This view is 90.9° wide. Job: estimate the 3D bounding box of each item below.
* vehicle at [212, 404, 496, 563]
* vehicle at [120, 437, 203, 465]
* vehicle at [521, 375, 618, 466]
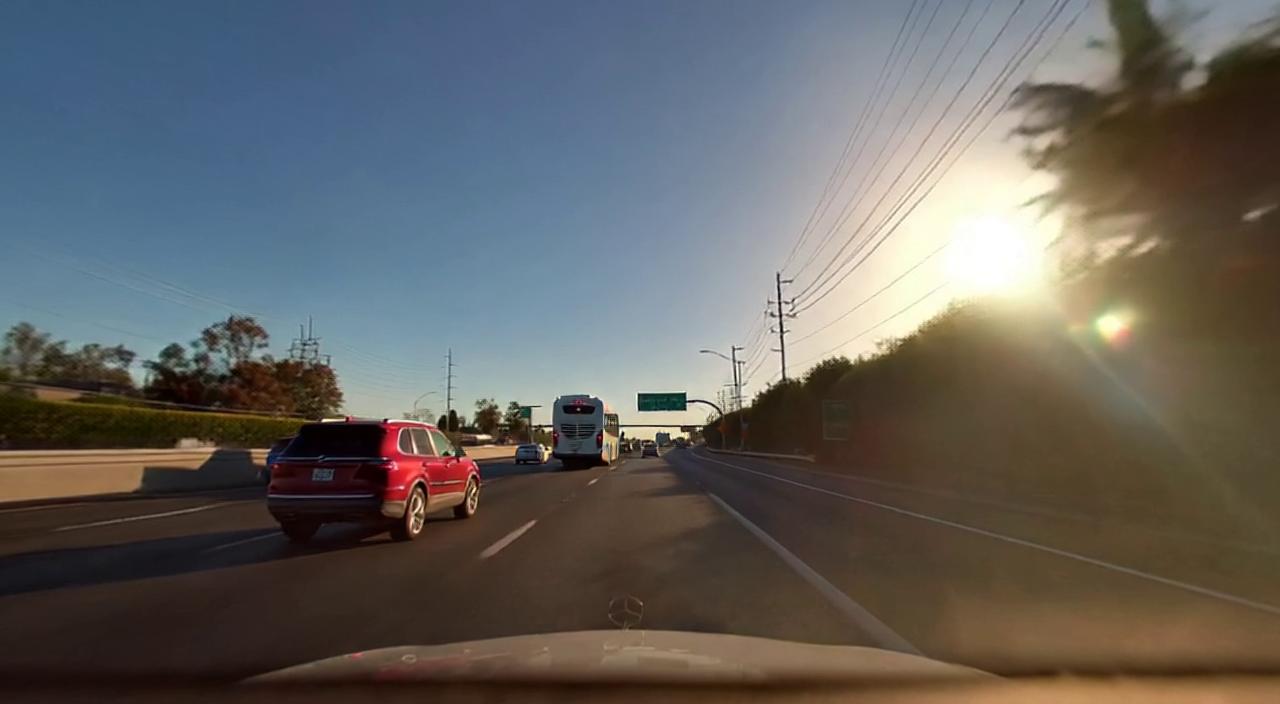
[{"bbox_3d":[-3.648,1.765,9.129,2.021,1.730,4.223,0,-8,1],"label":"vehicle"},{"bbox_3d":[-24.092,4.993,31.910,1.472,1.351,3.350,0,-9,1],"label":"vehicle"},{"bbox_3d":[-3.196,3.846,32.576,3.382,3.712,11.766,2,-9,1],"label":"vehicle"}]
